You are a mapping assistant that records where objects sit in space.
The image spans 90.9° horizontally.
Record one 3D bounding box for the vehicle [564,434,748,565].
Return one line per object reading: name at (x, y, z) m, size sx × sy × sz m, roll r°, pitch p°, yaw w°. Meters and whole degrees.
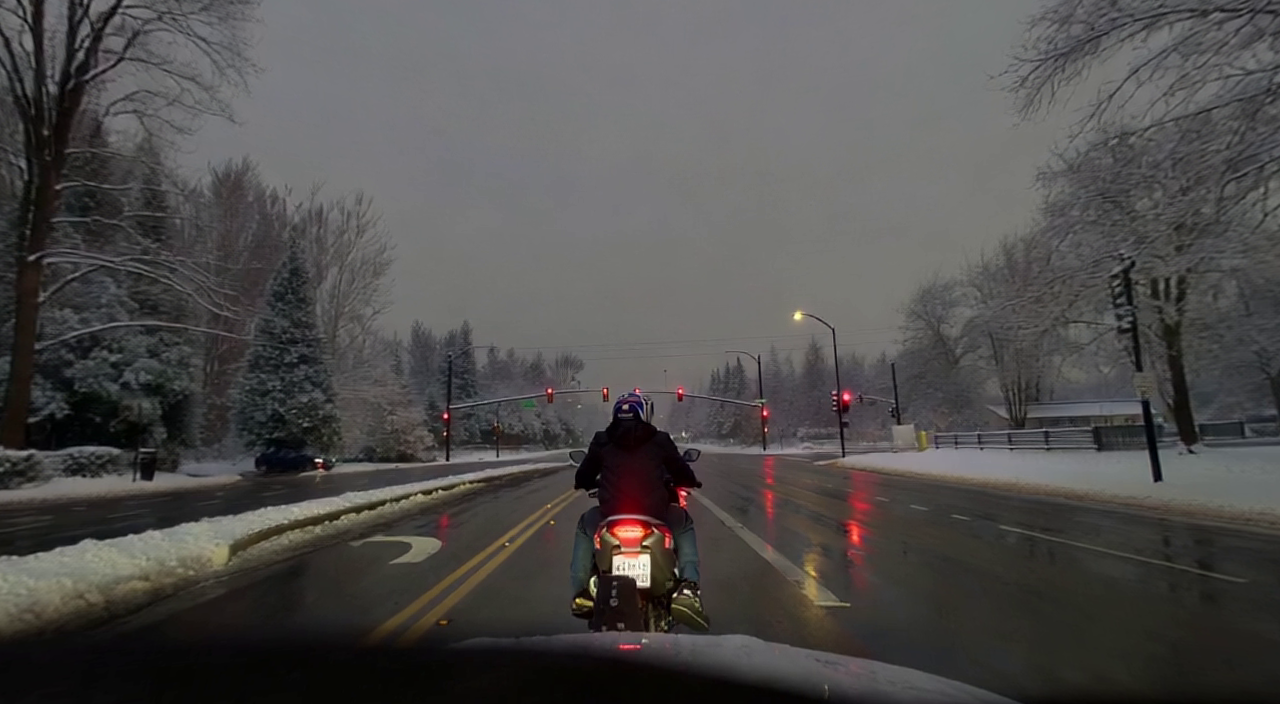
vehicle at (0.138, 2.000, 9.435) m, size 2.093 × 1.450 × 4.437 m, roll 0°, pitch -8°, yaw -1°
